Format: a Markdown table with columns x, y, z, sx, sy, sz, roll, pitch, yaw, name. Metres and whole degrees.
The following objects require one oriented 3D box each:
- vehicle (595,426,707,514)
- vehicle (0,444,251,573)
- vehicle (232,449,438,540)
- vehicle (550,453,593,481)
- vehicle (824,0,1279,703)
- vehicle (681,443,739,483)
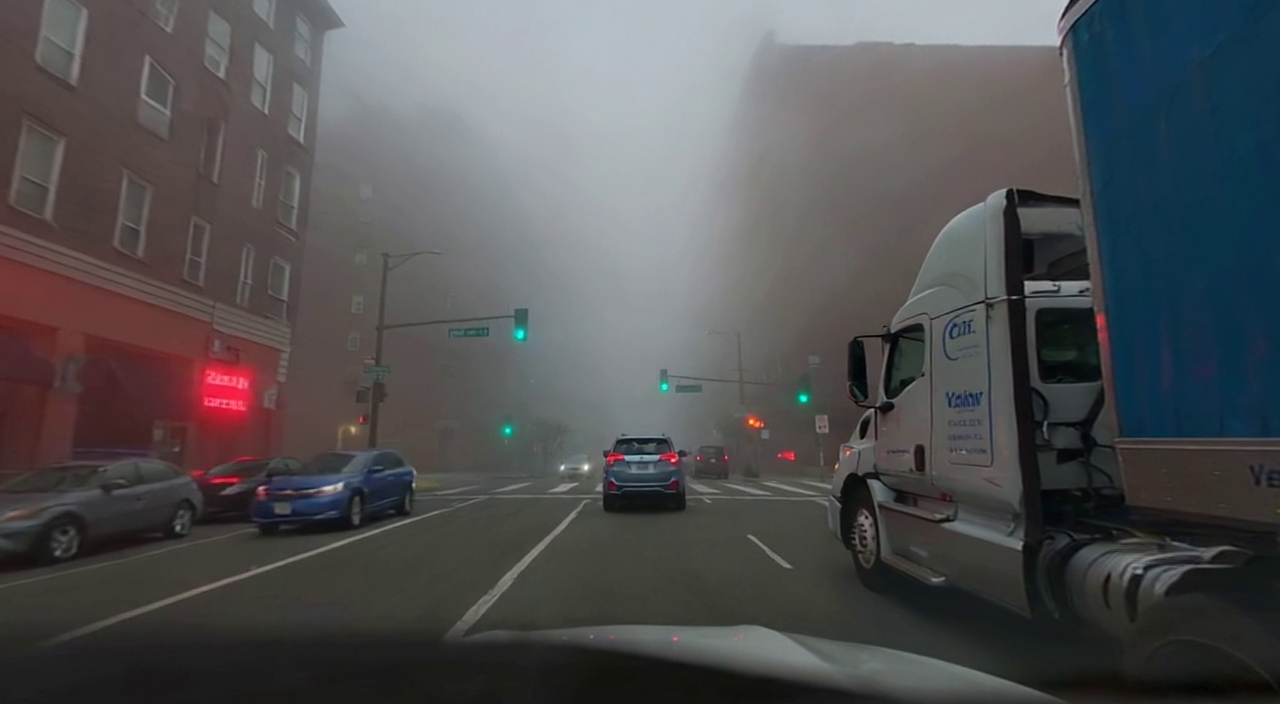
| x | y | z | sx | sy | sz | roll | pitch | yaw | name |
| --- | --- | --- | --- | --- | --- | --- | --- | --- | --- |
| 0.265 | 2.773 | 15.315 | 2.283 | 1.783 | 4.548 | 0 | -8 | 1 | vehicle |
| -8.960 | 2.405 | 10.607 | 2.084 | 1.686 | 4.422 | 0 | -8 | -2 | vehicle |
| -5.827 | 2.724 | 12.877 | 1.947 | 1.462 | 4.640 | 0 | -8 | -1 | vehicle |
| -3.995 | 6.778 | 37.573 | 2.152 | 1.459 | 4.484 | 0 | -8 | 0 | vehicle |
| 3.313 | -0.293 | 1.070 | 2.913 | 3.771 | 9.716 | 0 | -8 | -1 | vehicle |
| 3.215 | 5.190 | 29.833 | 2.159 | 1.696 | 4.316 | 0 | -8 | -1 | vehicle |
